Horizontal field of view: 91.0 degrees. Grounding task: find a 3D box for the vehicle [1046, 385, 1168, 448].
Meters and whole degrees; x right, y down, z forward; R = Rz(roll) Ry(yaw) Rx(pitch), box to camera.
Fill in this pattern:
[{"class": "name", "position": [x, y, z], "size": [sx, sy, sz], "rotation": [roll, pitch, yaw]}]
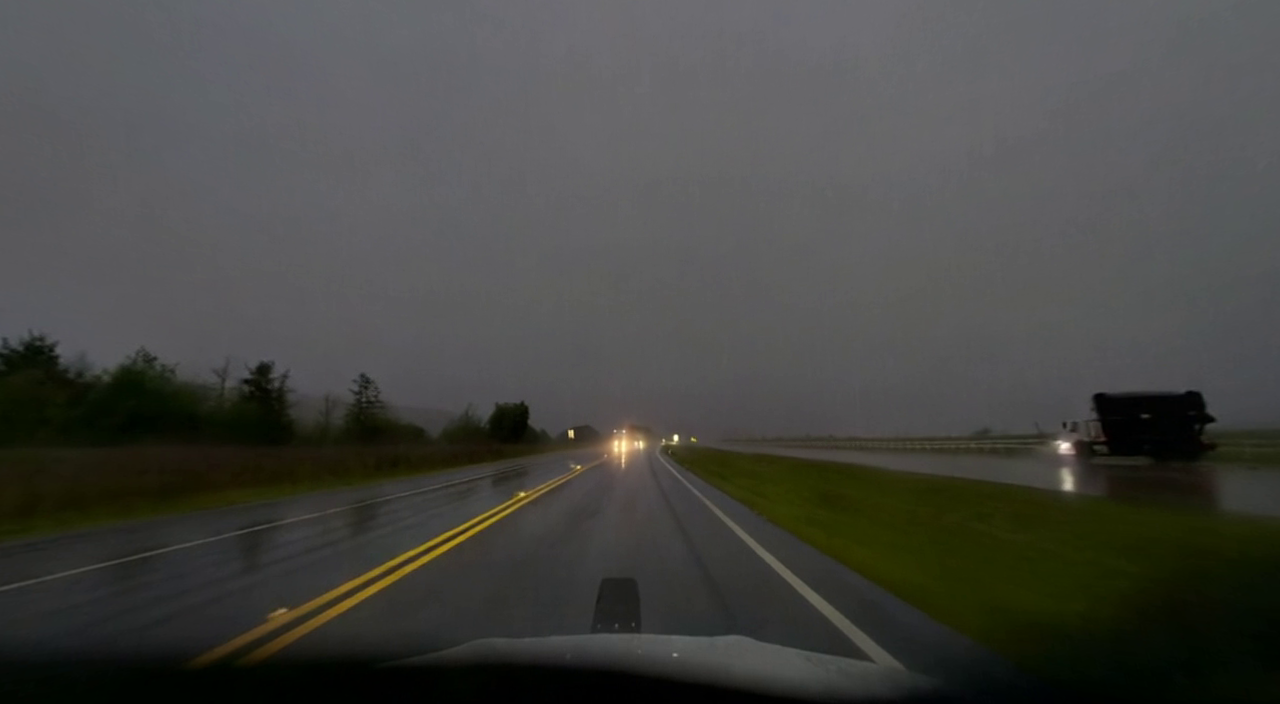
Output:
[{"class": "vehicle", "position": [24.857, 3.553, 33.831], "size": [4.691, 3.097, 3.036], "rotation": [-5, -9, 30]}]
